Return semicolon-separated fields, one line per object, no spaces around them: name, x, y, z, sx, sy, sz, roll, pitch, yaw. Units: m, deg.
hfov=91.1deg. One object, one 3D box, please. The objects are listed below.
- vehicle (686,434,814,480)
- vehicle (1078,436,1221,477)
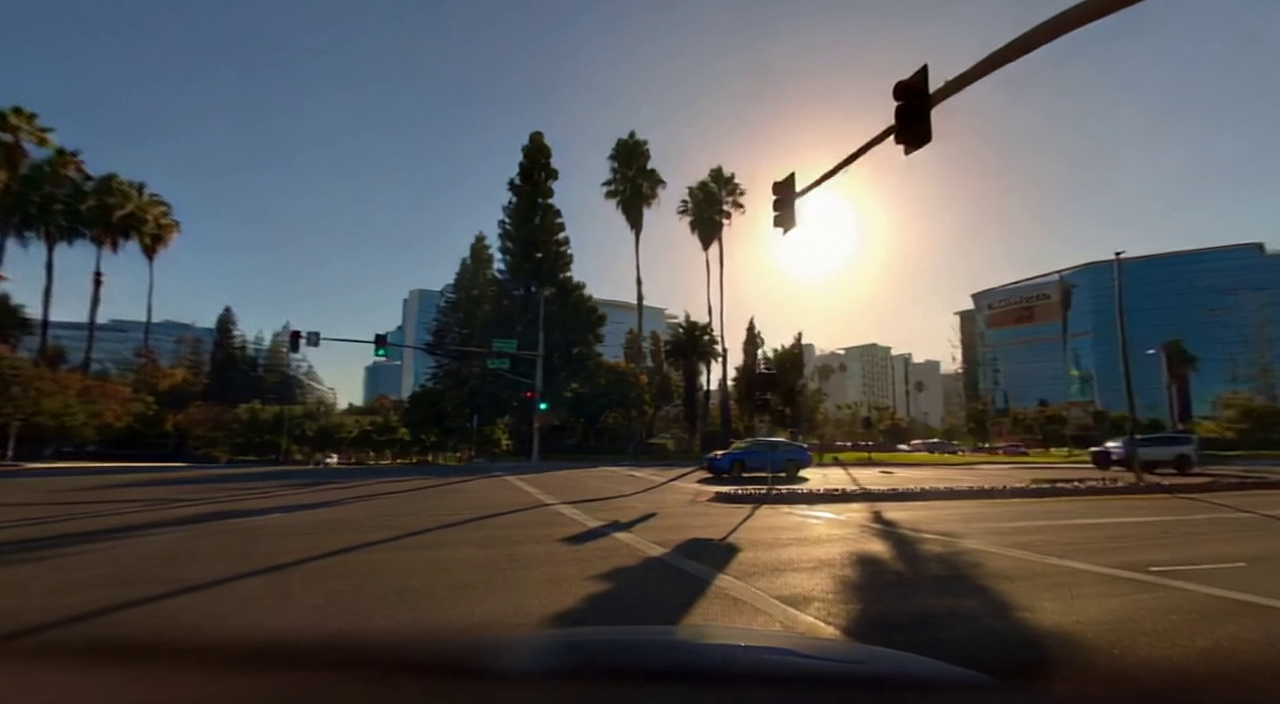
vehicle;4.523;4.344;26.125;4.820;1.751;2.050;2;-9;-15
vehicle;25.390;5.186;31.358;5.841;1.890;2.273;2;-9;-13
